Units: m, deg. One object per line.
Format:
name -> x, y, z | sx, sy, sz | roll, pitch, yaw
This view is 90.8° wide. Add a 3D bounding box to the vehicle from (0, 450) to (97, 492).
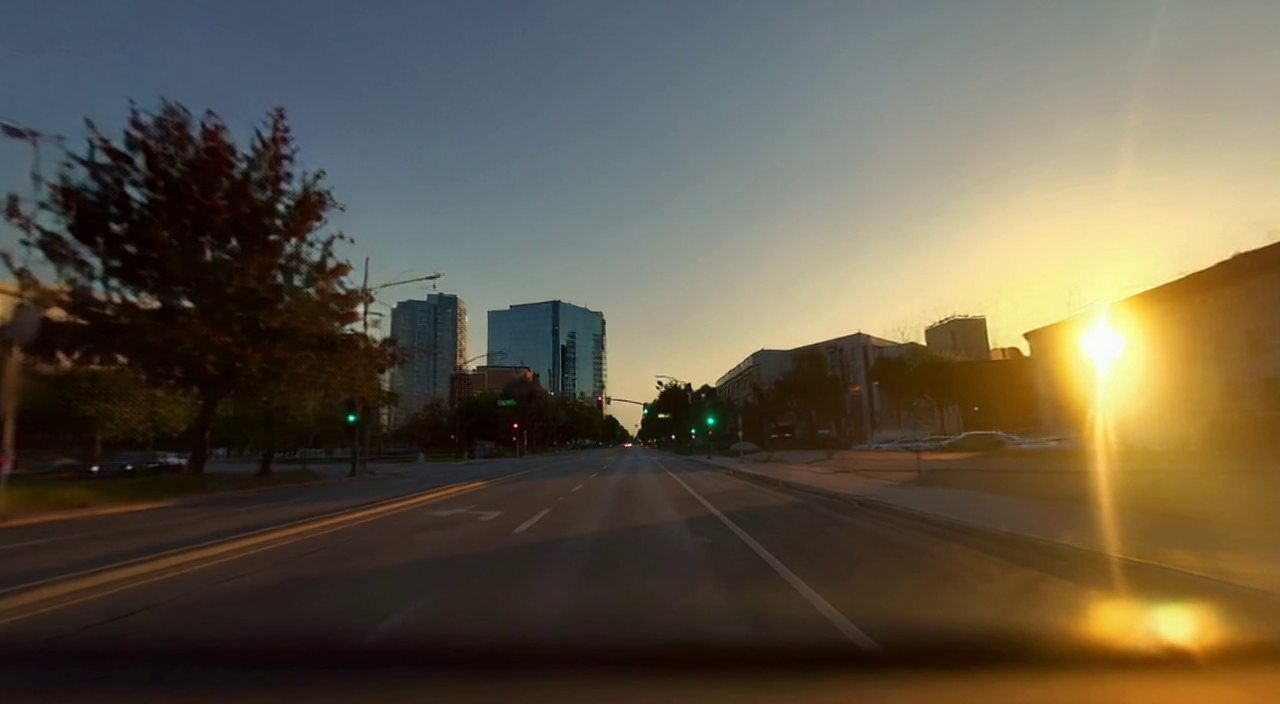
vehicle -> -24.402, 4.624, 24.756 | 4.281, 1.515, 2.026 | 0, -8, -1
